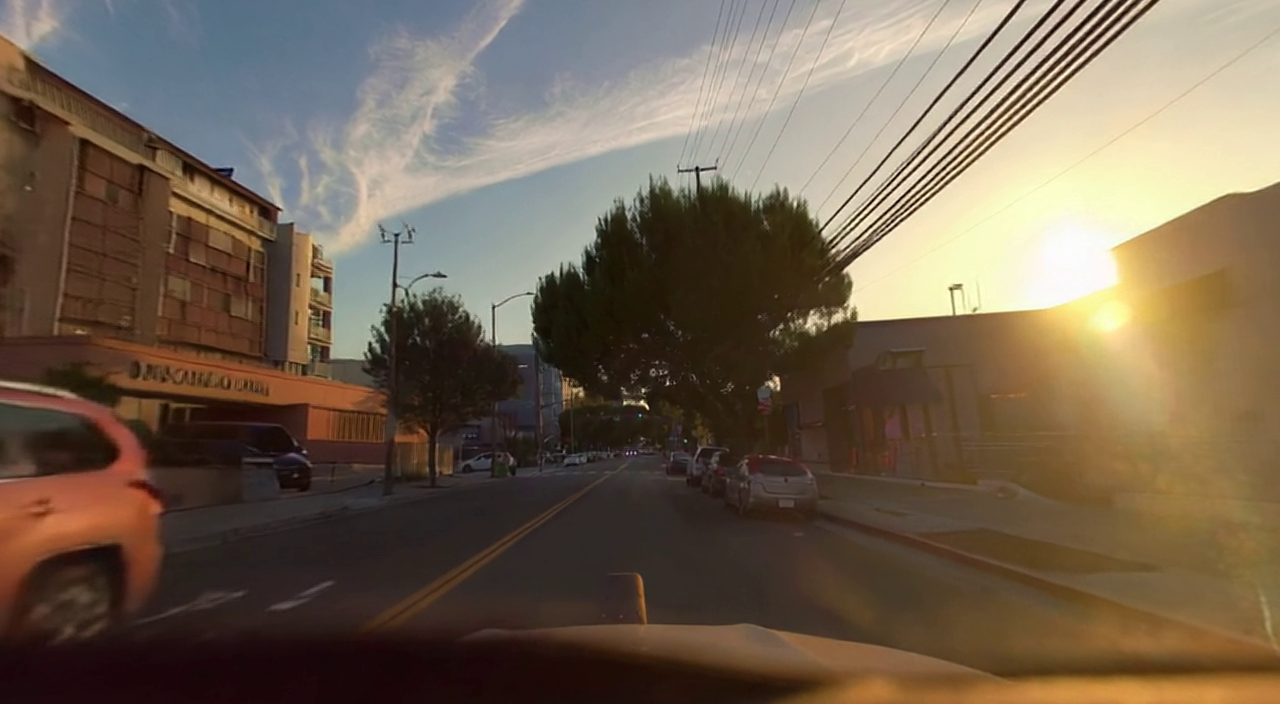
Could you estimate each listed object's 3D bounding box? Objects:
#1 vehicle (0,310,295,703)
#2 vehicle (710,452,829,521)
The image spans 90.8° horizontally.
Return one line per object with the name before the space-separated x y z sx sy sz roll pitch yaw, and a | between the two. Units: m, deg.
vehicle | -4.018 0.788 2.544 2.495 1.966 4.846 0 -8 0
vehicle | 2.923 3.112 15.177 1.877 1.373 3.854 0 -8 -3
